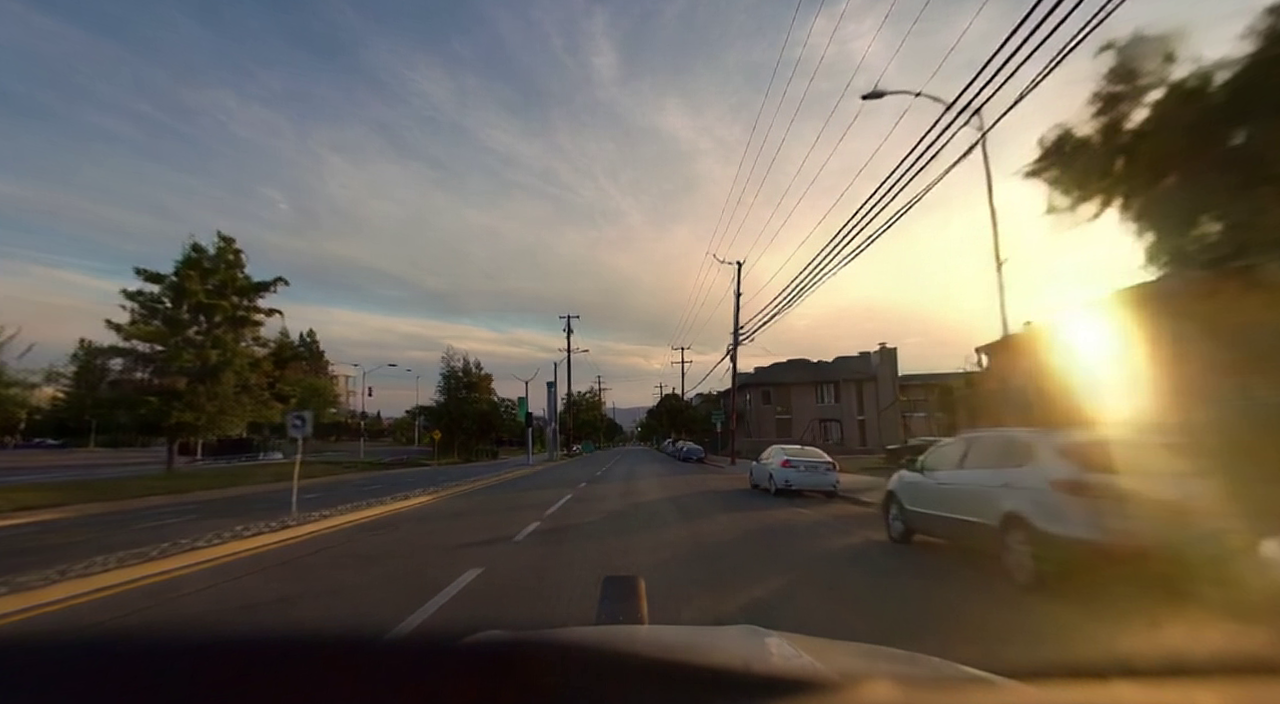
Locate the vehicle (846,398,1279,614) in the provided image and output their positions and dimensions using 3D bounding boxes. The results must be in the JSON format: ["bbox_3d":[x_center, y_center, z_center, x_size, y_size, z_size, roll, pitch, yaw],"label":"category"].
[{"bbox_3d":[4.057,1.500,7.073,1.898,1.625,4.414,0,-9,-1],"label":"vehicle"}]

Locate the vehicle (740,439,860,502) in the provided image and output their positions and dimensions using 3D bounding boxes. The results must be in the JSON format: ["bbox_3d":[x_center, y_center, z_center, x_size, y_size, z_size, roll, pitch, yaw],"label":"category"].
[{"bbox_3d":[4.041,3.072,16.855,1.994,1.422,4.595,0,-9,0],"label":"vehicle"}]

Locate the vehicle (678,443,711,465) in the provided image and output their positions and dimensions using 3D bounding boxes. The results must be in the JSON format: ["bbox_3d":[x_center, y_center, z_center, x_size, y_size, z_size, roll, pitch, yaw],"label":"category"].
[{"bbox_3d":[3.789,7.194,44.830,1.785,1.441,4.458,0,-9,-2],"label":"vehicle"}]

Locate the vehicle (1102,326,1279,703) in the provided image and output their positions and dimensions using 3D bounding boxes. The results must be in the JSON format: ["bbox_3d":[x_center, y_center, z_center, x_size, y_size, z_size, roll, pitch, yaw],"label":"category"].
[{"bbox_3d":[4.088,0.589,1.467,2.062,1.880,5.178,0,-9,0],"label":"vehicle"}]
